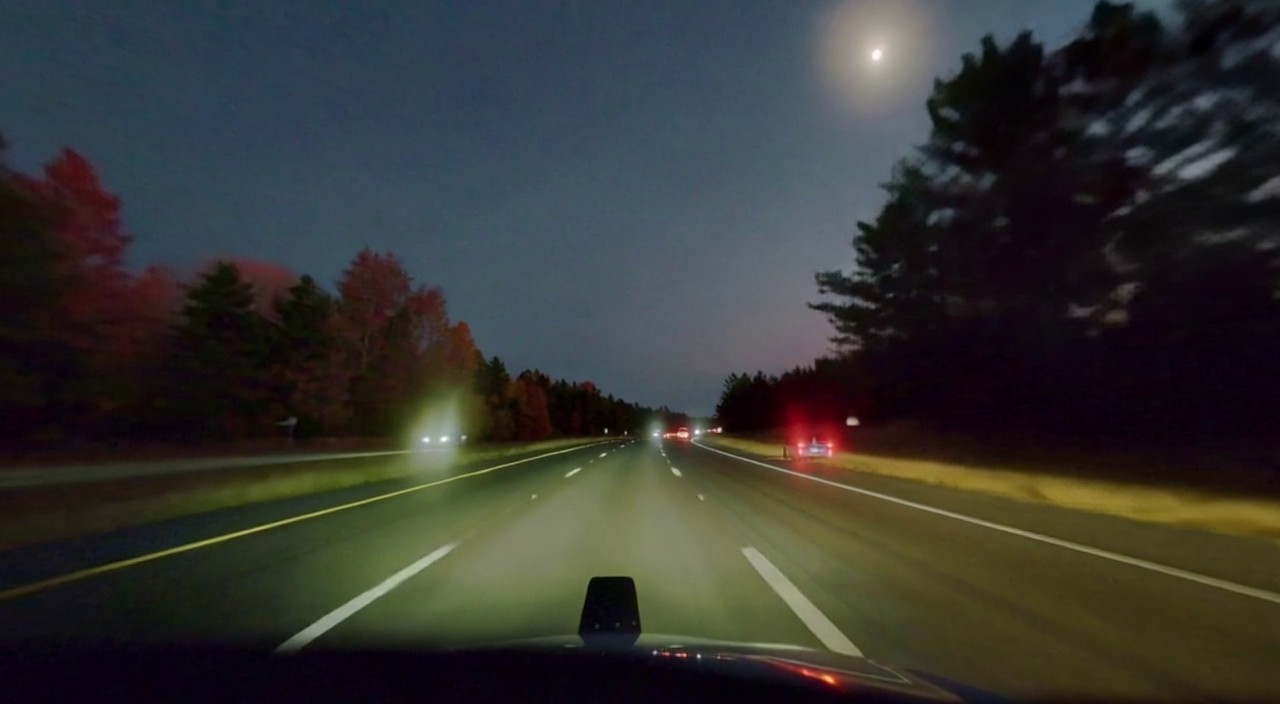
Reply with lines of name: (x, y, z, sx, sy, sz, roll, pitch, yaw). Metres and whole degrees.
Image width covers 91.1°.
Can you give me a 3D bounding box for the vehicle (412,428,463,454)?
vehicle: (-14.514, 6.398, 45.333, 1.987, 1.808, 4.699, 0, -8, 2)
